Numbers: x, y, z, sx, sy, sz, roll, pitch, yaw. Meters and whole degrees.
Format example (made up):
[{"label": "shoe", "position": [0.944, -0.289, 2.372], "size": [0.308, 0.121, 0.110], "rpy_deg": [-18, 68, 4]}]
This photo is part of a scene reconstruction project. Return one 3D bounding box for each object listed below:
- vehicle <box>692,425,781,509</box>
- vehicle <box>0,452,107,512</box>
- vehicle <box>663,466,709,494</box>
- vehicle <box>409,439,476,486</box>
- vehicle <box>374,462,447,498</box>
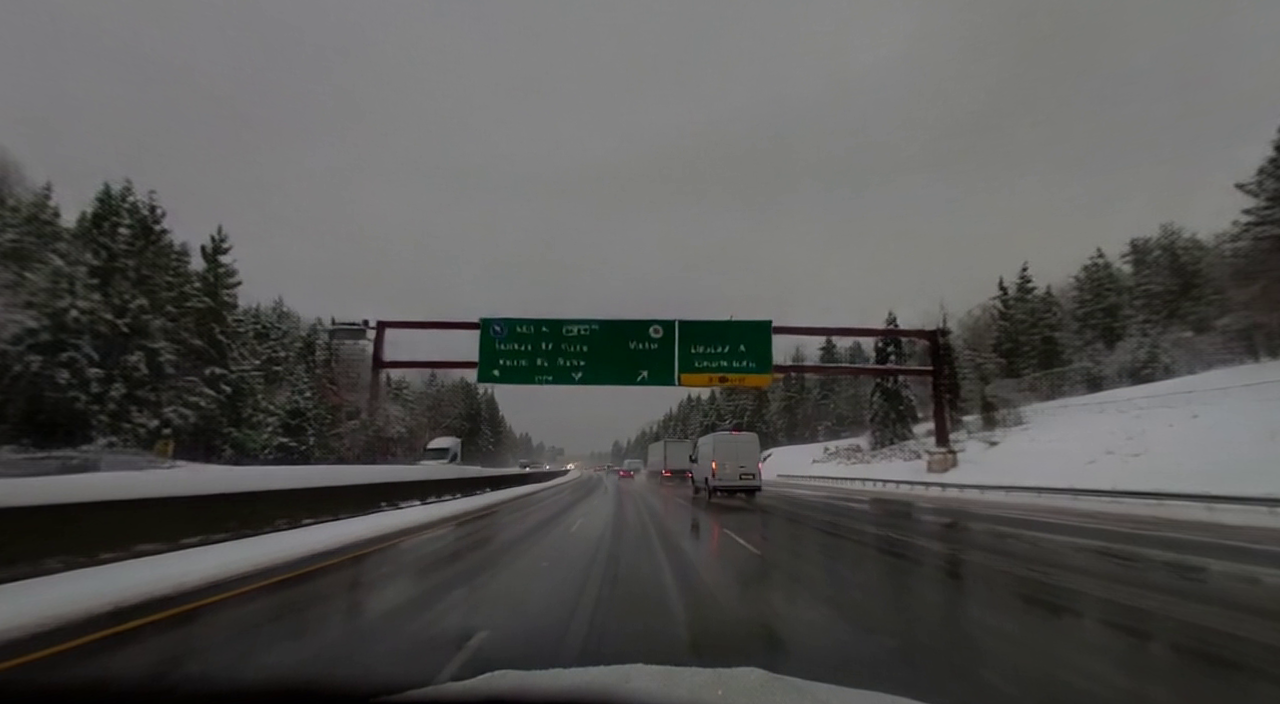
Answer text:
[{"label": "vehicle", "position": [3.321, 4.175, 22.920], "size": [2.291, 2.639, 5.280], "rpy_deg": [1, -10, -2]}, {"label": "vehicle", "position": [-17.178, 3.464, 16.904], "size": [1.950, 1.499, 4.151], "rpy_deg": [1, -10, 0]}, {"label": "vehicle", "position": [2.498, 7.141, 35.238], "size": [2.081, 1.453, 4.300], "rpy_deg": [1, -10, -2]}, {"label": "vehicle", "position": [-14.146, 8.036, 45.590], "size": [2.623, 3.039, 6.703], "rpy_deg": [1, -10, -1]}, {"label": "vehicle", "position": [-10.179, 5.701, 28.154], "size": [1.870, 1.457, 3.715], "rpy_deg": [1, -10, 0]}]
